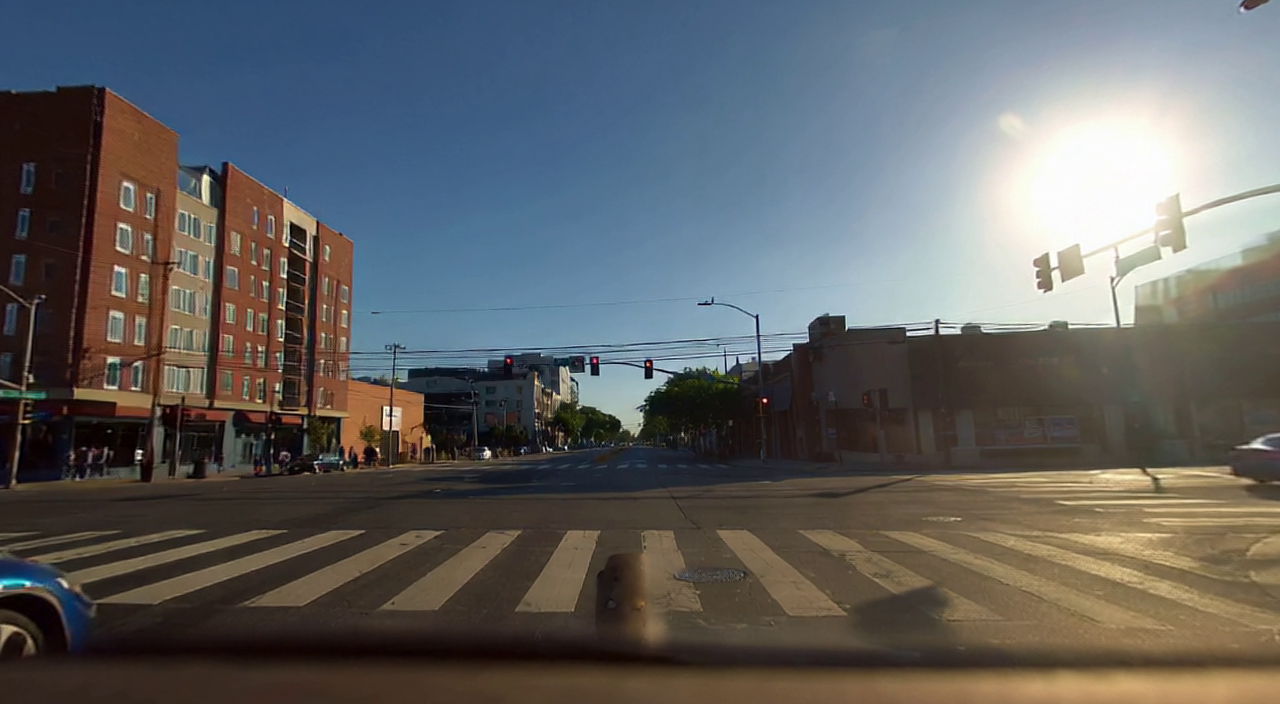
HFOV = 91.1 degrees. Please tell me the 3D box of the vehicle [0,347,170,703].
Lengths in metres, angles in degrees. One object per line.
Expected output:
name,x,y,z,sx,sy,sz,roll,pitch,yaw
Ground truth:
vehicle,-3.632,0.615,1.062,2.109,1.692,4.587,0,-8,0
